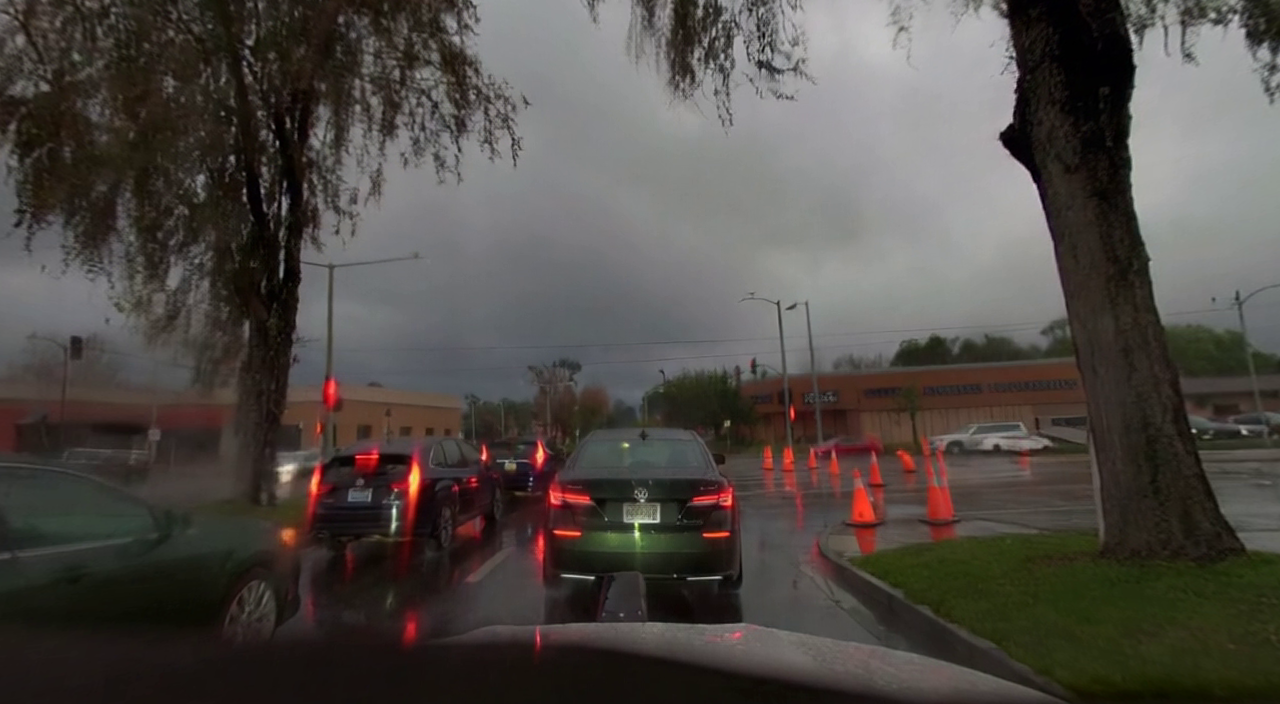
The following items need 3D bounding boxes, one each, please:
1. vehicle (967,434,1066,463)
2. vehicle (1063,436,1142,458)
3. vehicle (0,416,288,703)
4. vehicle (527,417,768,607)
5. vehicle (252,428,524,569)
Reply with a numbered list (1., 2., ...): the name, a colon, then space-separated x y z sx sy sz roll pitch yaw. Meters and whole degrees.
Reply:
1. vehicle: 24.398 6.269 40.999 5.043 1.759 2.085 0 -9 2
2. vehicle: 36.660 7.554 49.987 4.791 1.635 1.857 0 -9 1
3. vehicle: -3.594 0.944 2.146 1.964 1.497 4.722 0 -9 1
4. vehicle: 0.106 1.624 7.202 2.021 1.560 3.676 0 -9 1
5. vehicle: -3.272 2.000 9.437 1.989 1.541 4.626 0 -9 2
